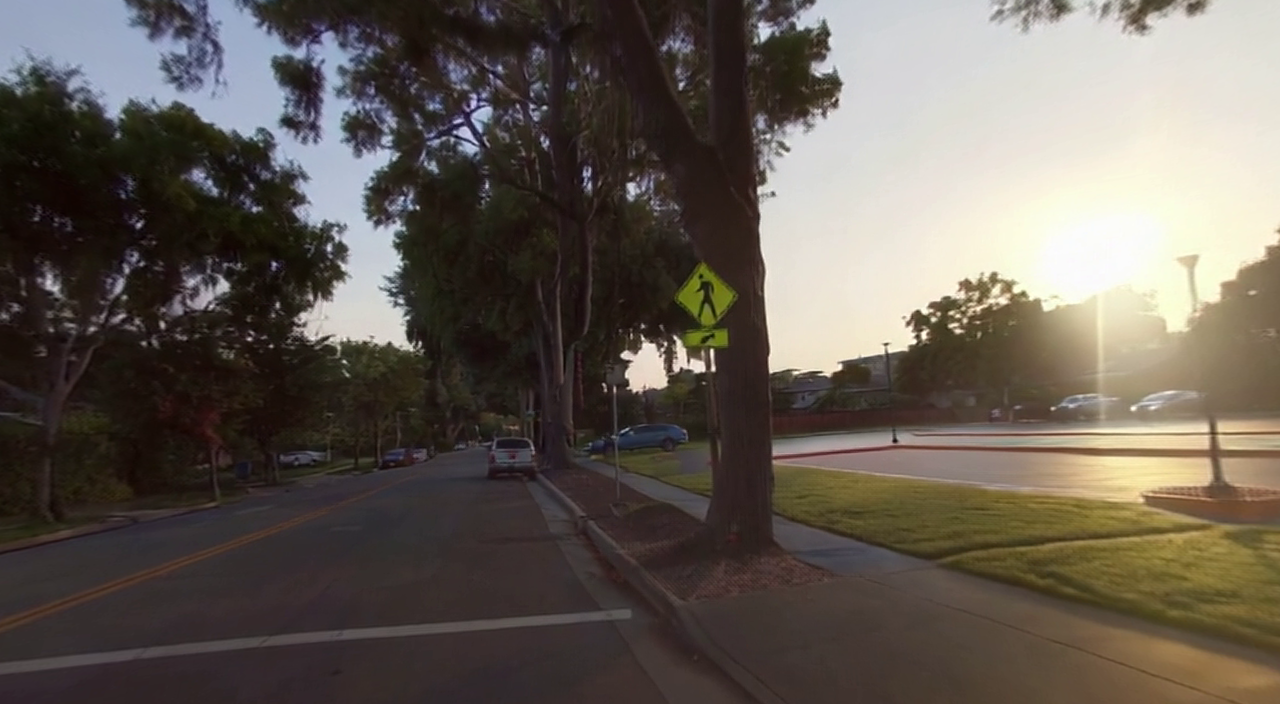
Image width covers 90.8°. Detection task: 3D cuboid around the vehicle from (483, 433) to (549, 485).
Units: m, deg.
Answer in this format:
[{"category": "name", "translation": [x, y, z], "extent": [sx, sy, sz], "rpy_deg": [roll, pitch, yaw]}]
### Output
[{"category": "vehicle", "translation": [-4.725, 4.016, 23.991], "extent": [2.204, 1.776, 4.262], "rpy_deg": [2, -9, -11]}]

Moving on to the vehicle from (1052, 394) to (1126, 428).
[{"category": "vehicle", "translation": [25.173, 3.356, 35.383], "extent": [4.481, 1.634, 1.973], "rpy_deg": [6, -11, -37]}]

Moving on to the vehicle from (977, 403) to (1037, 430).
[{"category": "vehicle", "translation": [24.160, 4.268, 41.499], "extent": [4.245, 1.601, 1.912], "rpy_deg": [7, -11, -39]}]

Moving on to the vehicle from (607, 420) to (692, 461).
[{"category": "vehicle", "translation": [0.583, 4.748, 34.157], "extent": [4.390, 1.696, 1.954], "rpy_deg": [0, -6, -44]}]
